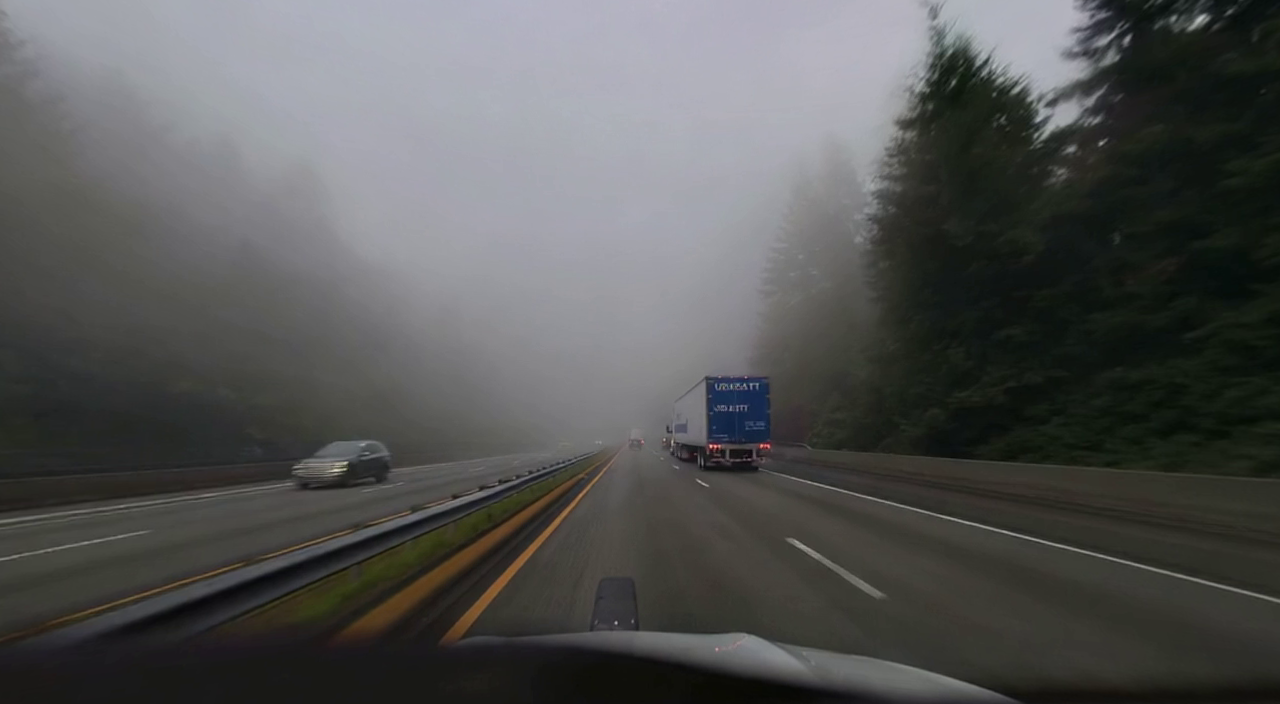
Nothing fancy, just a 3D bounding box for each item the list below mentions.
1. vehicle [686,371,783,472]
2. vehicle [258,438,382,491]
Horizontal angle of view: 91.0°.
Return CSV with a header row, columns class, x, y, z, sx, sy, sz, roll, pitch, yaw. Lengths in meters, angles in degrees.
class,x,y,z,sx,sy,sz,roll,pitch,yaw
vehicle,3.927,3.241,28.365,3.006,3.850,8.310,-1,-8,0
vehicle,-10.596,3.722,21.240,2.051,1.573,4.029,-1,-8,0
